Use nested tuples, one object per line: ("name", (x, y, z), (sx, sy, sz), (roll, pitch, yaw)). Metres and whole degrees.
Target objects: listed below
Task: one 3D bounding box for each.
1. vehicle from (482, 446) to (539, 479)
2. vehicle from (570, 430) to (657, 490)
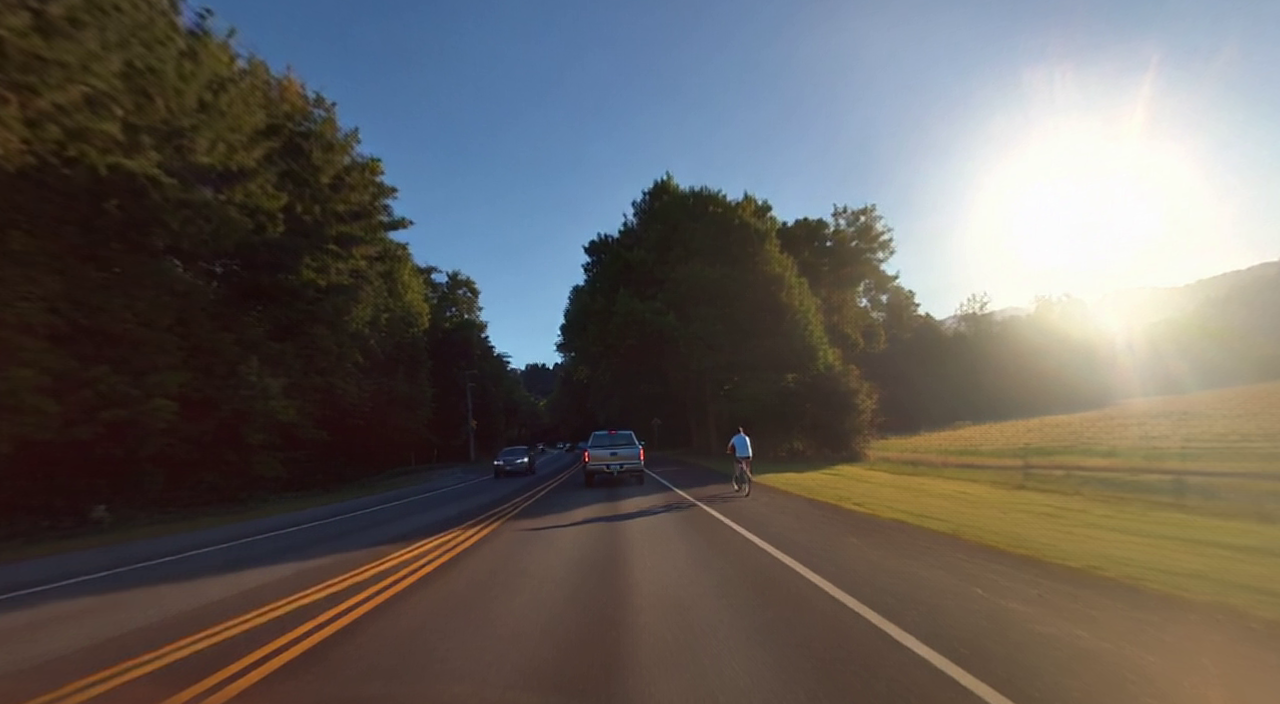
("vehicle", (-6.514, 5.590, 32.281), (2.118, 1.513, 4.602), (0, -8, -3))
("vehicle", (-0.911, 3.700, 22.041), (2.631, 1.798, 5.331), (0, -8, -2))
